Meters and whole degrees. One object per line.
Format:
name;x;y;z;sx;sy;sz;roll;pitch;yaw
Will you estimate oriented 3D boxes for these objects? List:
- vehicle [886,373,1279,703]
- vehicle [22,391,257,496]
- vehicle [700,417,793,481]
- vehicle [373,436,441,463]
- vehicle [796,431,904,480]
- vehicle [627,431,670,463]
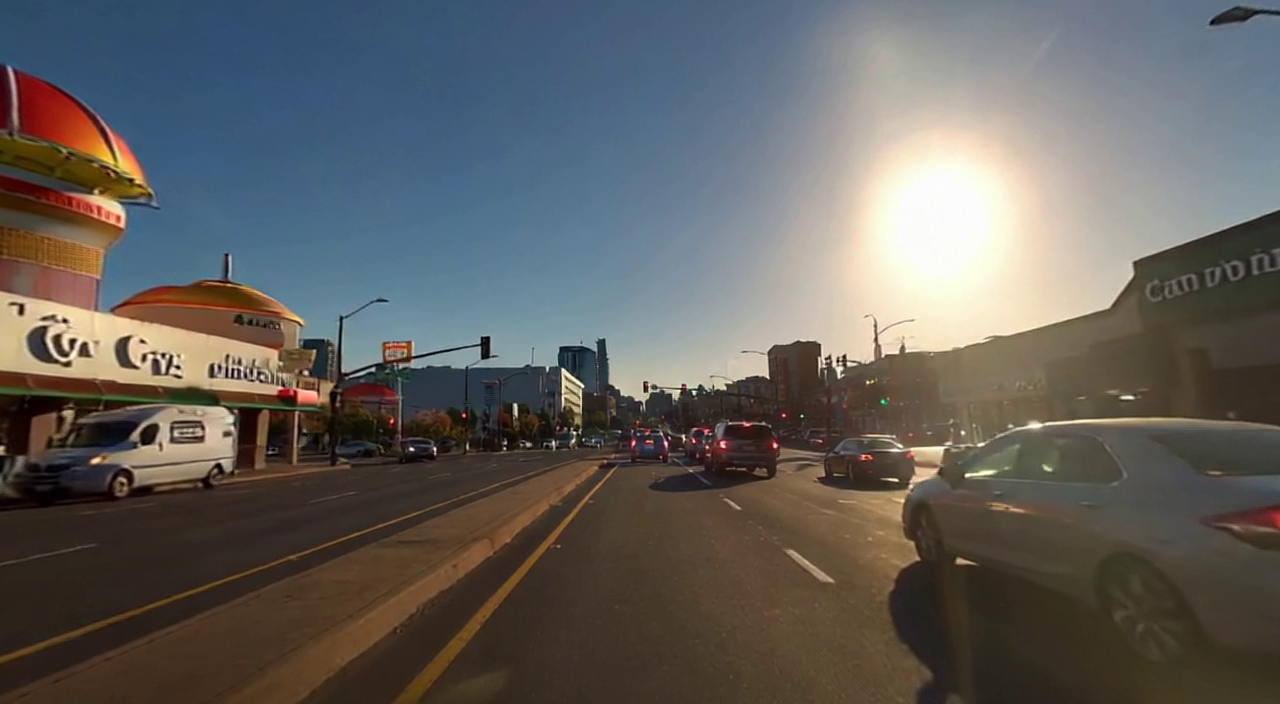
vehicle;3.505;1.083;4.198;1.932;1.517;4.430;0;-8;0
vehicle;-15.298;2.880;19.989;2.371;2.799;5.978;0;-8;1
vehicle;3.221;3.077;20.207;2.038;1.787;4.946;0;-8;-1
vehicle;-16.004;6.629;43.181;4.554;1.751;2.106;-6;-10;36
vehicle;6.918;3.448;21.362;2.059;1.458;4.395;0;-8;-1
vehicle;0.359;4.834;32.221;2.073;1.496;3.892;0;-8;-1
